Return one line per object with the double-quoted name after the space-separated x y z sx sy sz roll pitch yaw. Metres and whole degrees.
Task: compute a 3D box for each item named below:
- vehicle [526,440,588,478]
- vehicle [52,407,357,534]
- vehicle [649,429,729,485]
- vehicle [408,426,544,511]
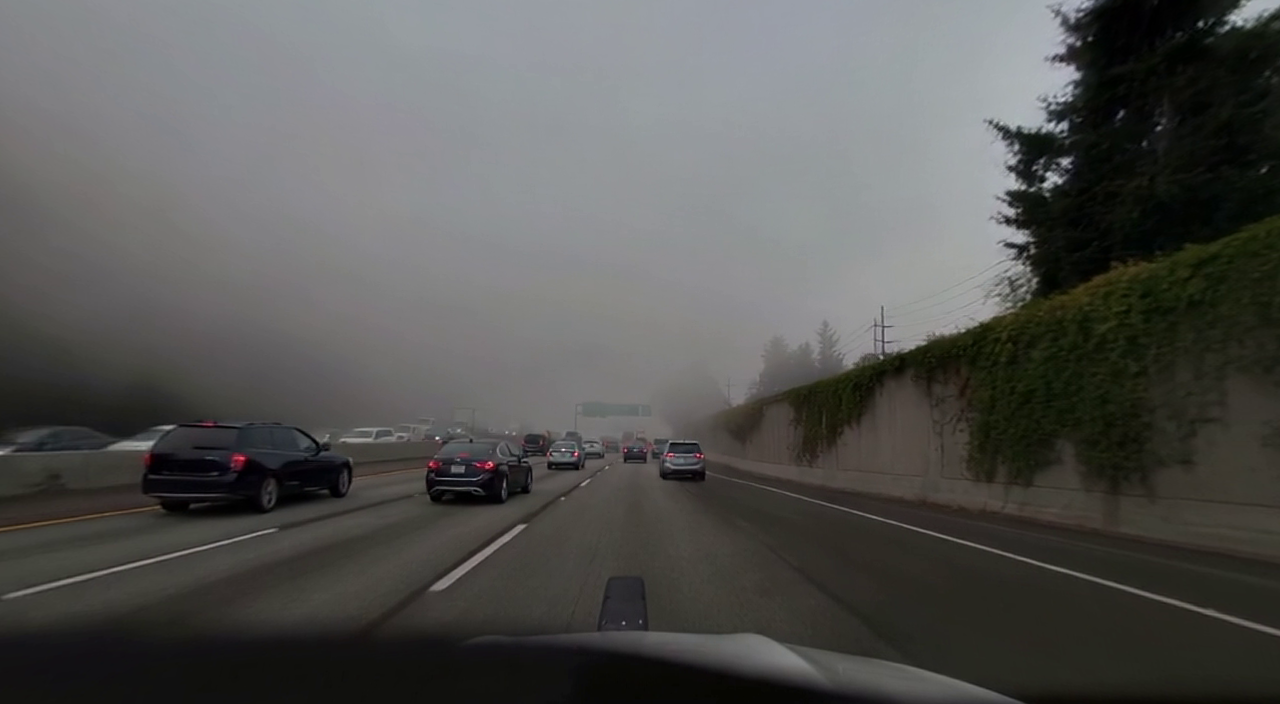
-3.605 4.775 28.320 2.049 1.530 4.707 0 -9 1 "vehicle"
-7.391 2.070 11.552 2.222 1.825 4.640 0 -9 0 "vehicle"
1.951 4.484 27.315 2.793 2.132 5.682 0 -9 -2 "vehicle"
-3.694 2.722 15.161 2.026 1.719 4.490 0 -9 0 "vehicle"
